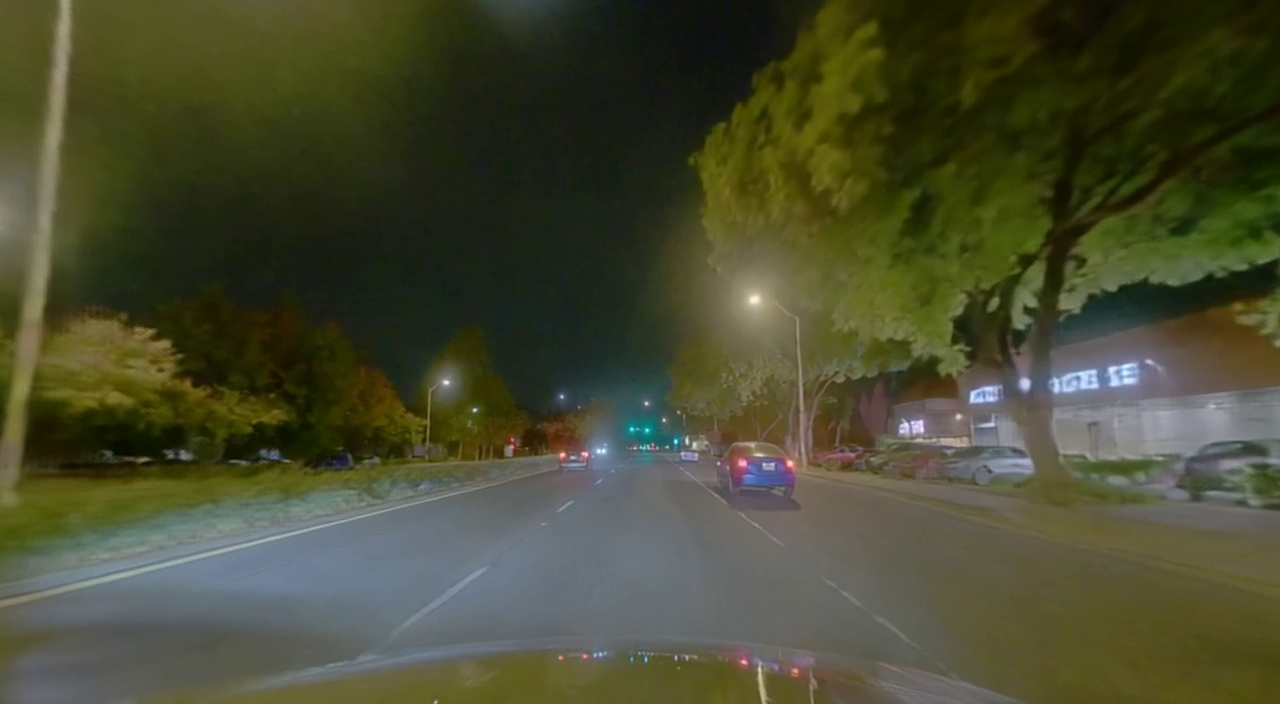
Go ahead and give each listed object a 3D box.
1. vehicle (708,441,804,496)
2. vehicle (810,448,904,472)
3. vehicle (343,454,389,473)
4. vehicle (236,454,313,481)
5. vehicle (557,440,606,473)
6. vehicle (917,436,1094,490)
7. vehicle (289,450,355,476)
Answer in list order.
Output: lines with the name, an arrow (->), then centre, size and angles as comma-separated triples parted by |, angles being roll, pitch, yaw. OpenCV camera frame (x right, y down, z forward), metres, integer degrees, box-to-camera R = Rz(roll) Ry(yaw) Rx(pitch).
vehicle -> 3.387, 3.503, 19.371 | 2.083, 1.474, 4.360 | 0, -9, -1
vehicle -> 12.814, 6.403, 37.406 | 4.757, 1.327, 2.062 | 0, -8, -2
vehicle -> -21.596, 8.802, 49.834 | 1.838, 1.351, 3.904 | 0, -9, 0
vehicle -> -21.606, 6.811, 37.457 | 1.799, 1.465, 4.390 | -1, -9, 2
vehicle -> -3.026, 5.531, 33.505 | 2.113, 1.626, 4.129 | 0, -9, 1
vehicle -> 13.583, 4.119, 23.629 | 5.342, 1.867, 2.147 | 1, -8, -6
vehicle -> -21.603, 7.573, 43.080 | 2.029, 1.636, 4.549 | 0, -9, 2
